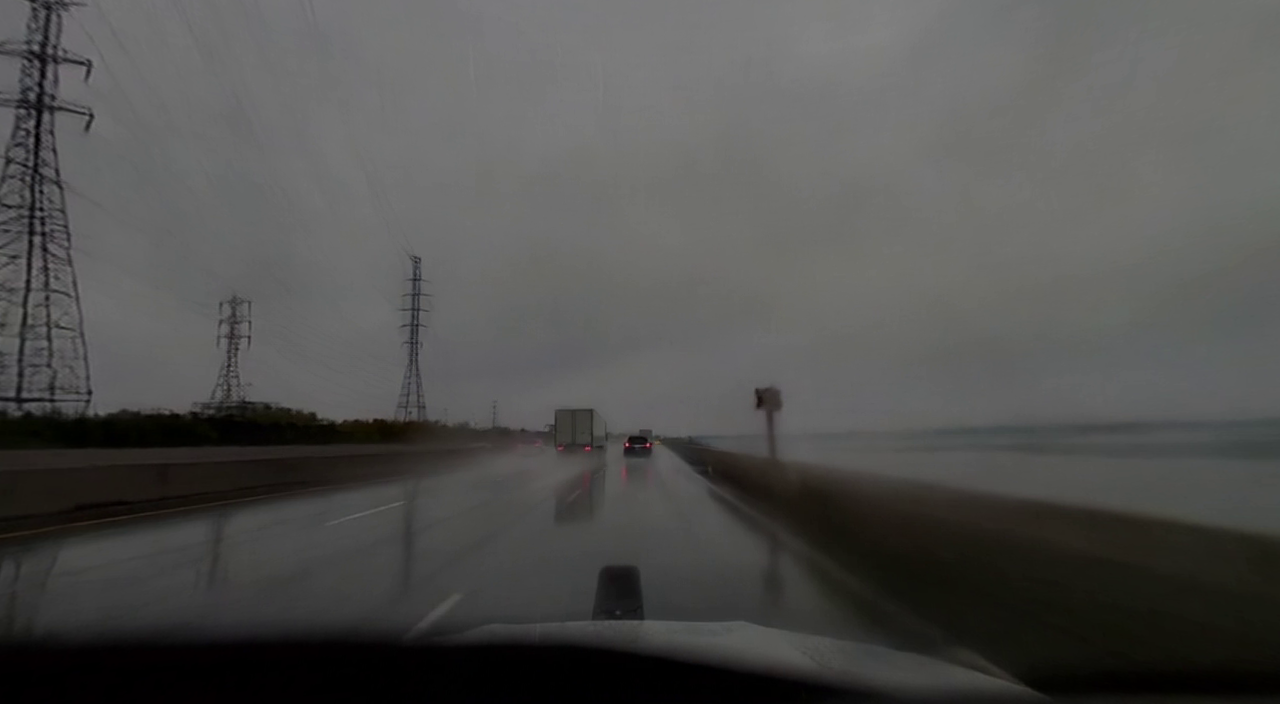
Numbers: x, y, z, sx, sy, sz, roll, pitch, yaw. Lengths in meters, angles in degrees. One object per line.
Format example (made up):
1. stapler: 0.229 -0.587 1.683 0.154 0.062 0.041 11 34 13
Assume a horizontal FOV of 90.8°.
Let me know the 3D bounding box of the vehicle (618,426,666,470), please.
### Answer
1. vehicle: 0.108 5.077 33.513 2.358 2.144 4.713 0 -8 0

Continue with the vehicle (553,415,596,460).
1. vehicle: -3.772 4.973 36.687 2.178 2.522 2.054 0 -8 1

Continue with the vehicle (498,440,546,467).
1. vehicle: -7.131 6.187 38.735 2.004 1.545 4.513 0 -8 1
